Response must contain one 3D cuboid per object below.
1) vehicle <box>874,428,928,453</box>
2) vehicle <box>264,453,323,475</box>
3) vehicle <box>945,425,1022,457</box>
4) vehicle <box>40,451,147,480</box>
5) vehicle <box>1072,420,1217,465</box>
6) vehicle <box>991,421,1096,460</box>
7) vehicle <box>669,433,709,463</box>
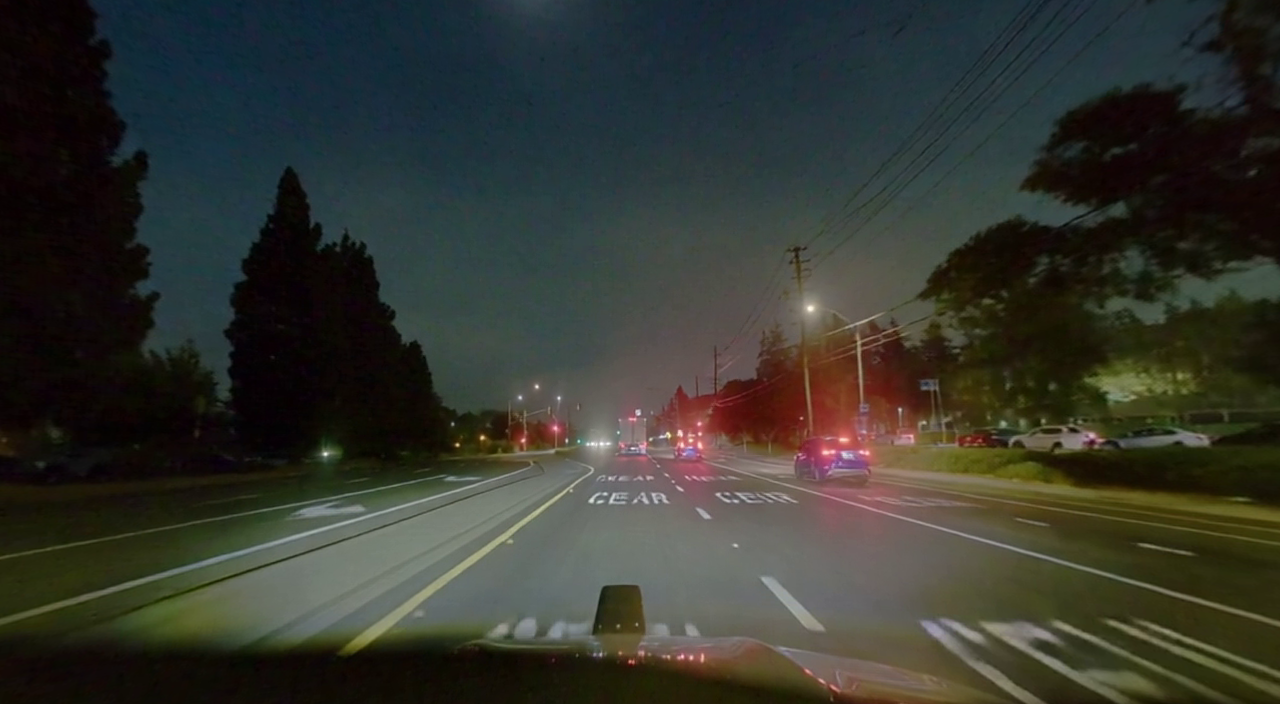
[{"bbox_3d":[20.335,6.973,49.503,1.993,1.854,5.008,0,-8,-1],"label":"vehicle"},{"bbox_3d":[-26.298,8.501,48.152,1.883,1.482,4.779,0,-8,-2],"label":"vehicle"},{"bbox_3d":[20.070,5.250,37.180,1.939,1.753,4.469,0,-8,0],"label":"vehicle"},{"bbox_3d":[-34.492,7.172,39.973,4.598,1.717,2.289,0,-8,-1],"label":"vehicle"},{"bbox_3d":[20.239,3.684,25.694,2.021,1.640,4.620,0,-8,0],"label":"vehicle"},{"bbox_3d":[20.048,4.441,31.718,1.941,1.784,4.967,0,-8,-1],"label":"vehicle"},{"bbox_3d":[3.053,6.073,40.085,2.086,1.803,4.607,0,-8,-1],"label":"vehicle"}]
